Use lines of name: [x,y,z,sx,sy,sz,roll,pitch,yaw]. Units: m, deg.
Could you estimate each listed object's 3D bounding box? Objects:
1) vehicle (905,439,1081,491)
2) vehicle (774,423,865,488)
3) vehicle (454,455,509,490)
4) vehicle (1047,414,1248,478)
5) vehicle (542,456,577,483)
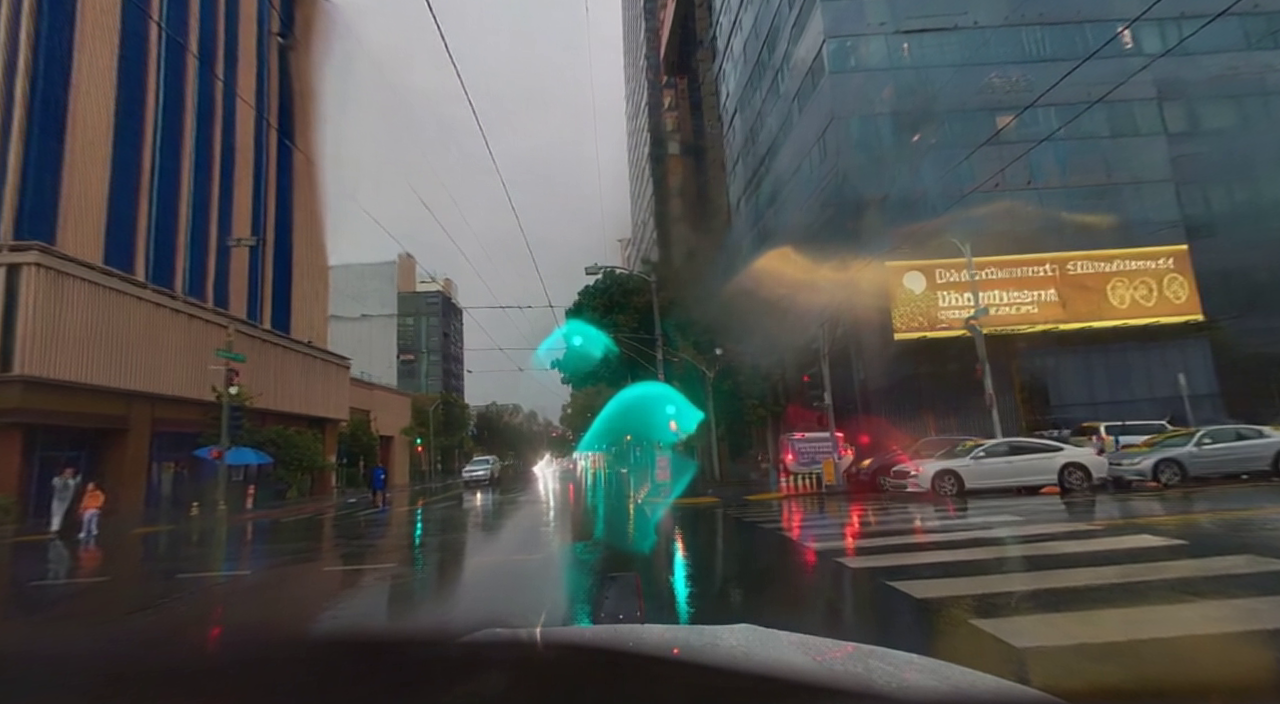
vehicle: [11.185,3.572,20.166,4.697,1.510,1.596,0,-9,-5]
vehicle: [7.295,4.204,26.232,2.316,2.425,4.466,1,-7,-2]
vehicle: [-8.846,6.742,35.688,2.121,1.792,4.510,0,-9,-2]
vehicle: [16.541,3.092,20.774,4.944,1.946,1.952,1,-9,-3]
vehicle: [-4.953,7.283,39.300,1.797,1.490,4.549,0,-9,-3]
